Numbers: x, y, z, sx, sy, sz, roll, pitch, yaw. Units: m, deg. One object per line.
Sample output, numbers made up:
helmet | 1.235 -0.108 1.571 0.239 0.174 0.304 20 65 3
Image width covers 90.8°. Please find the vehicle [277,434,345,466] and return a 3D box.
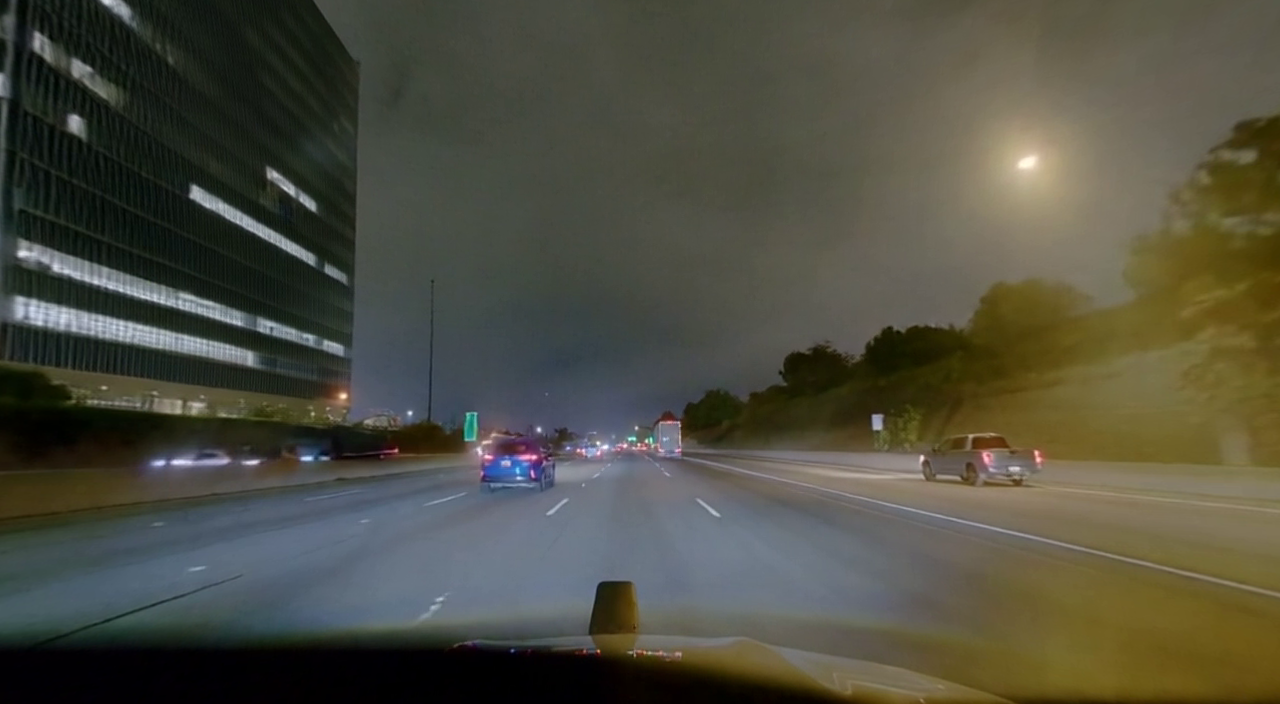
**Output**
vehicle | -24.020 7.170 46.398 2.223 2.194 5.208 0 -9 -1

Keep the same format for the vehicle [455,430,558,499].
vehicle | -3.622 3.142 17.976 2.039 1.710 4.237 0 -9 -1

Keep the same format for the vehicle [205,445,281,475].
vehicle | -20.461 5.576 32.712 1.654 1.416 3.481 -1 -9 0

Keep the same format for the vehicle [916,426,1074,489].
vehicle | 11.278 3.410 20.655 2.089 1.787 5.080 0 -9 -1
